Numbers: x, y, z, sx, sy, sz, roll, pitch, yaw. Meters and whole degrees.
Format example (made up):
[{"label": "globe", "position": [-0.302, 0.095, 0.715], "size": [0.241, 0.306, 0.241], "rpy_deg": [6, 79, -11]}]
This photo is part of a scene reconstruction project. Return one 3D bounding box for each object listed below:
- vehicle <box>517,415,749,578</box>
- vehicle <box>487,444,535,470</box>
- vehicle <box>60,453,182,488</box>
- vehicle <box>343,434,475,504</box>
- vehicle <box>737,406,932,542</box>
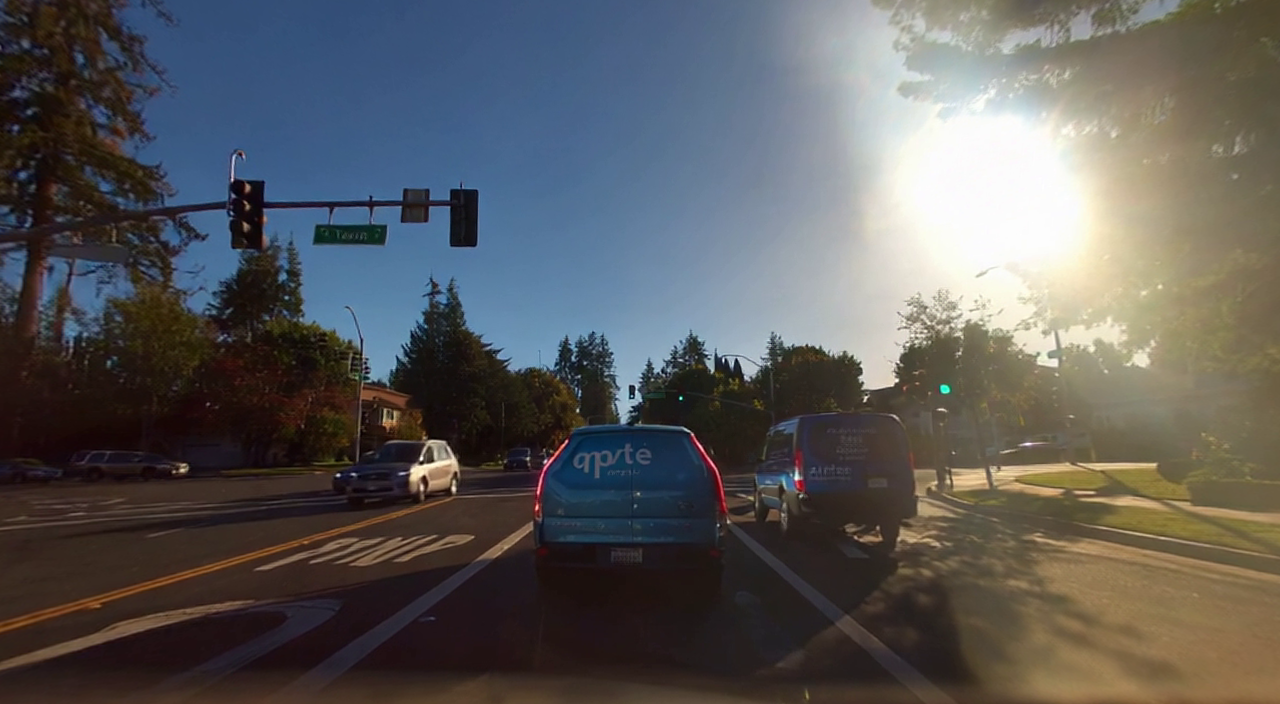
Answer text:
[{"label": "vehicle", "position": [-0.071, 1.777, 8.551], "size": [2.321, 1.624, 4.367], "rpy_deg": [0, -8, 0]}, {"label": "vehicle", "position": [-9.579, 7.790, 46.892], "size": [2.394, 1.815, 4.818], "rpy_deg": [0, -9, 2]}, {"label": "vehicle", "position": [-25.257, 5.758, 30.707], "size": [4.073, 1.603, 1.920], "rpy_deg": [1, -9, -8]}, {"label": "vehicle", "position": [-6.582, 3.377, 18.556], "size": [2.070, 1.775, 4.703], "rpy_deg": [0, -8, 0]}, {"label": "vehicle", "position": [3.113, 2.057, 11.164], "size": [2.059, 1.924, 4.257], "rpy_deg": [0, -8, 0]}]
